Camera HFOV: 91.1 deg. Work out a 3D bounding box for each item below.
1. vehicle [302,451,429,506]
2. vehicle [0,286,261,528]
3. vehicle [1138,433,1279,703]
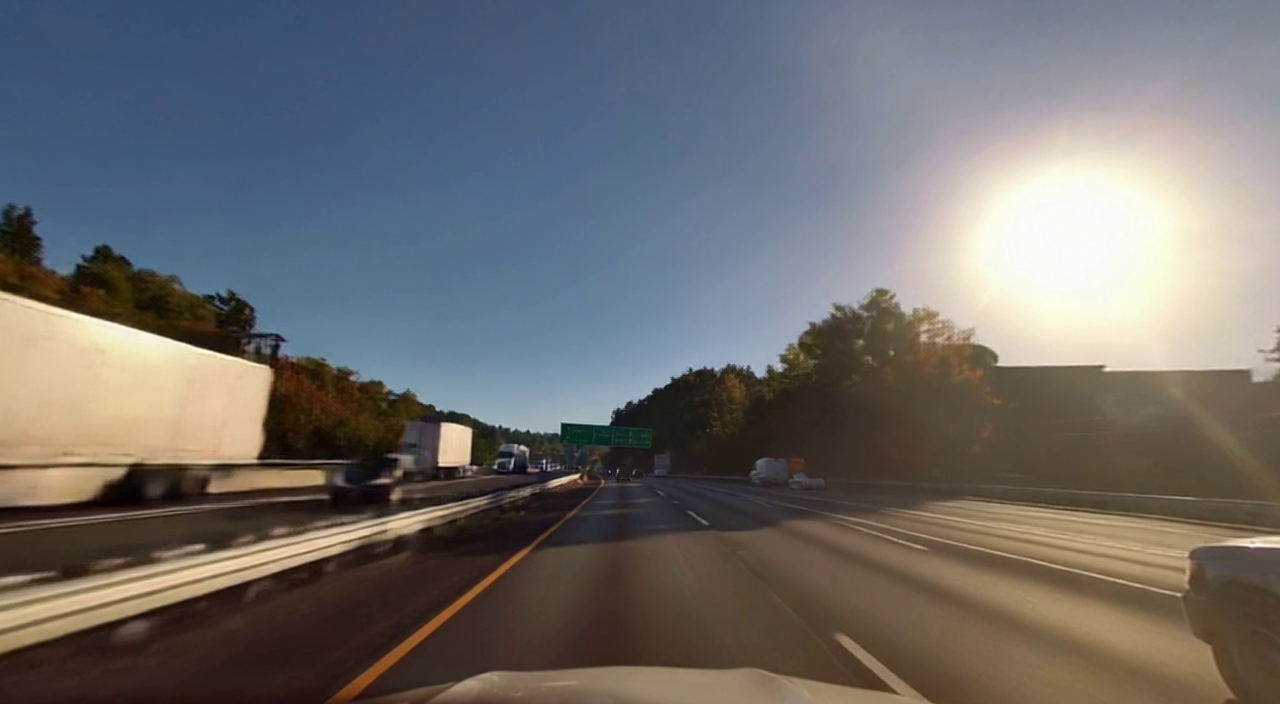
[{"bbox_3d":[-8.681,4.068,20.416,2.176,1.548,4.347,1,-10,-1],"label":"vehicle"},{"bbox_3d":[-12.748,0.789,10.132,2.975,4.187,16.809,1,-10,-1],"label":"vehicle"},{"bbox_3d":[4.004,0.880,1.397,1.965,1.502,4.599,1,-10,-1],"label":"vehicle"}]
